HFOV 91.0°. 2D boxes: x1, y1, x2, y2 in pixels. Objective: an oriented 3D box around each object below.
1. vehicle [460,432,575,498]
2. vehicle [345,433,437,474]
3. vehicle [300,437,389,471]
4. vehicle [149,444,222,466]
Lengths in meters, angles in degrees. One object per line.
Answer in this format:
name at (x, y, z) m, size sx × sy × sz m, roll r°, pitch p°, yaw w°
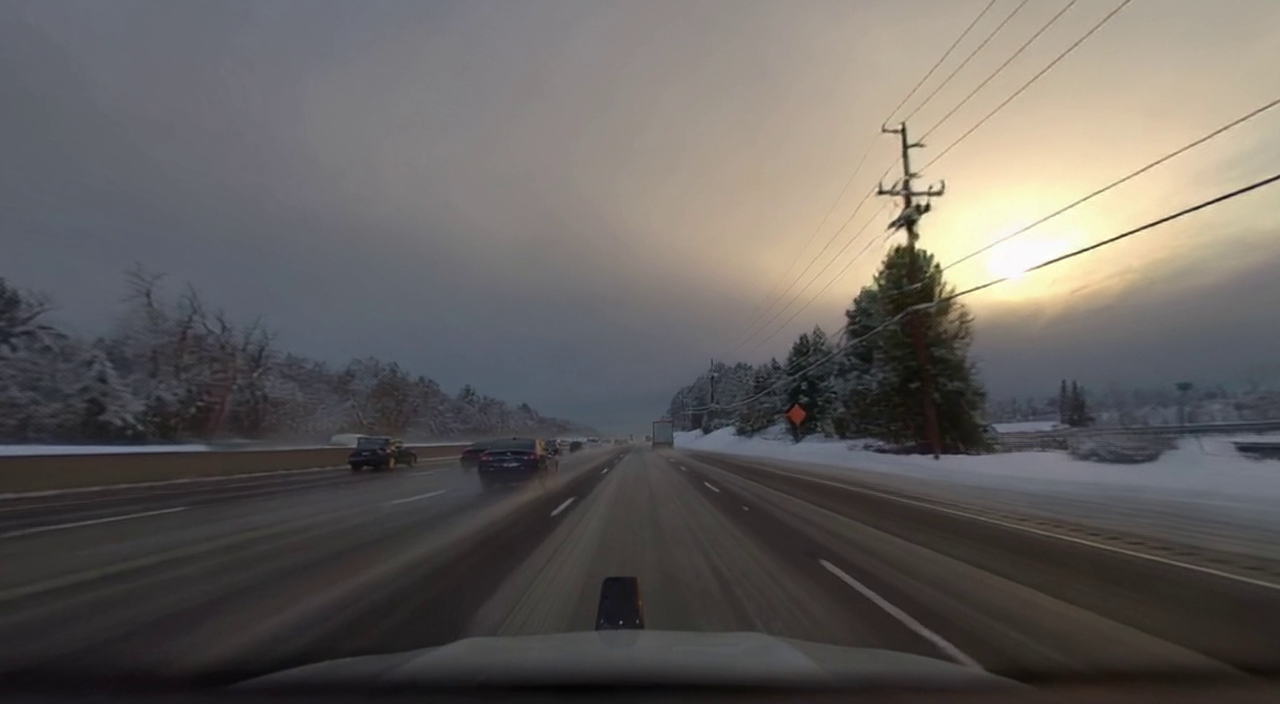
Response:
vehicle at (-3.126, 3.029, 17.283) m, size 2.045 × 1.532 × 4.954 m, roll 0°, pitch -9°, yaw 2°
vehicle at (-10.782, 4.437, 27.706) m, size 2.058 × 1.621 × 4.739 m, roll 0°, pitch -9°, yaw 1°
vehicle at (-14.493, 5.017, 31.195) m, size 2.039 × 1.516 × 4.780 m, roll 0°, pitch -9°, yaw 1°
vehicle at (-34.685, 7.844, 48.241) m, size 1.965 × 1.586 × 4.705 m, roll 0°, pitch -9°, yaw 2°
